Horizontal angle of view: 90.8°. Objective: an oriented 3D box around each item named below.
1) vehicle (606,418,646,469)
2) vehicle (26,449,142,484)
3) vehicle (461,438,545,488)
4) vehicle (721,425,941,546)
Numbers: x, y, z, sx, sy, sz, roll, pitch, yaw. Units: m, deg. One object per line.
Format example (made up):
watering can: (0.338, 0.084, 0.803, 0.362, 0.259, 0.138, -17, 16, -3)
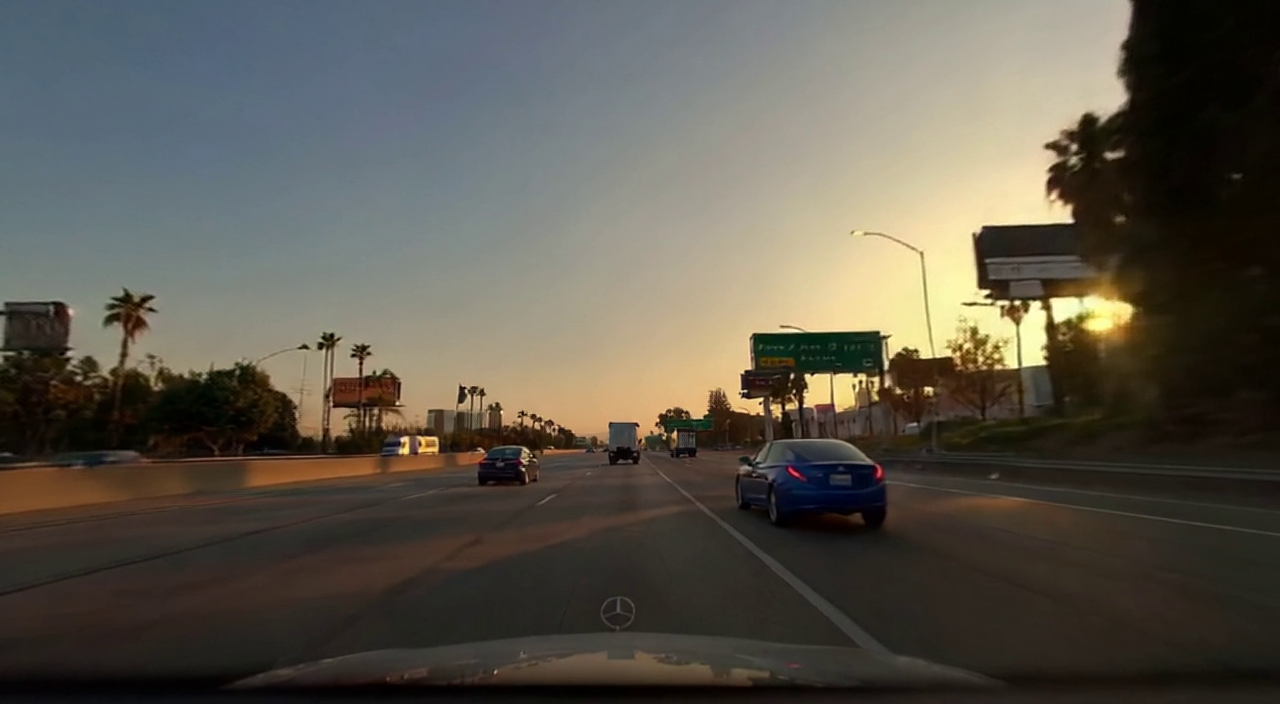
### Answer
vehicle: (-0.949, 5.828, 40.356, 2.364, 2.953, 6.495, 0, -8, -2)
vehicle: (-32.025, 6.576, 36.636, 2.151, 1.871, 4.979, 0, -9, 0)
vehicle: (-4.859, 4.003, 23.171, 2.021, 1.598, 4.887, 0, -9, -1)
vehicle: (2.876, 2.133, 10.846, 2.175, 1.598, 4.584, 0, -9, -2)
